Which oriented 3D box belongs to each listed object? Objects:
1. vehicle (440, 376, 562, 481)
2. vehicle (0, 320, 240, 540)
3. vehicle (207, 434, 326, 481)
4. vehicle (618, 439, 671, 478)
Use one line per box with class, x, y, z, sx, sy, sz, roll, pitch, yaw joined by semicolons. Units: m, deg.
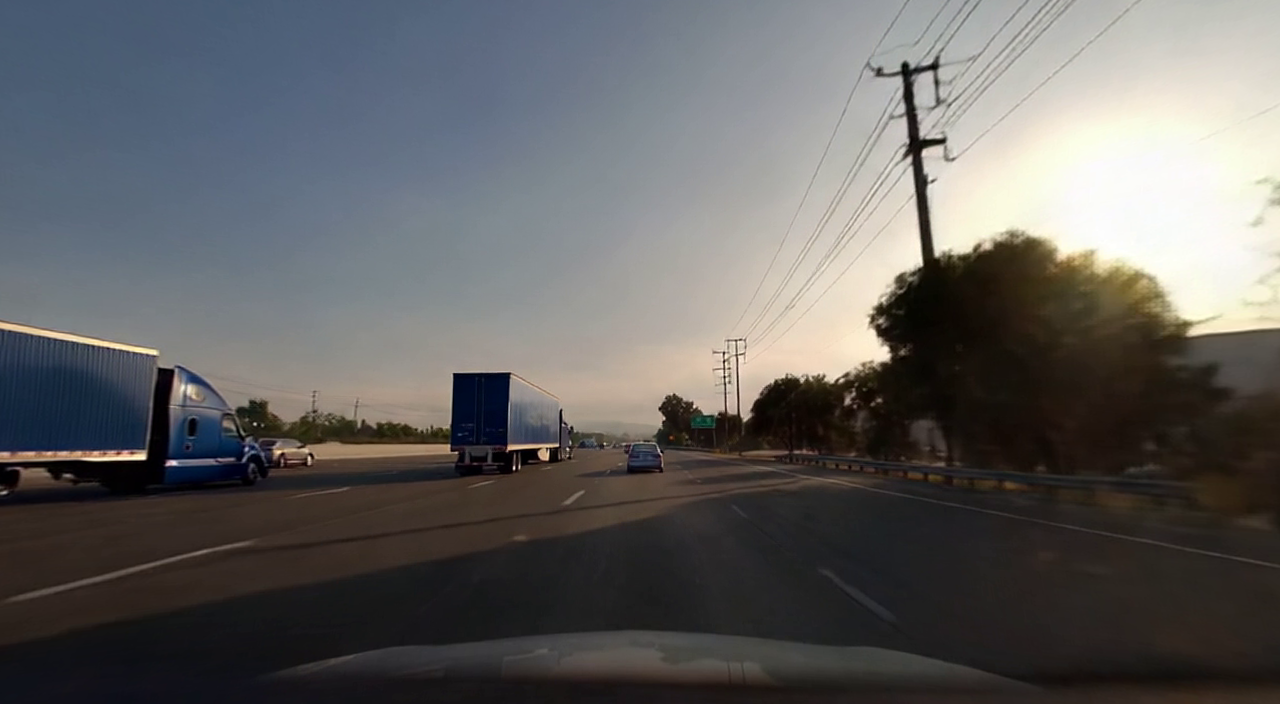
vehicle;-6.367;4.111;32.397;2.907;4.081;15.311;0;-8;0
vehicle;-10.686;1.196;9.570;2.896;3.140;9.491;0;-8;1
vehicle;-14.722;4.168;25.229;1.938;1.679;4.469;0;-8;1
vehicle;0.203;4.464;26.696;2.055;1.514;4.323;0;-8;1
